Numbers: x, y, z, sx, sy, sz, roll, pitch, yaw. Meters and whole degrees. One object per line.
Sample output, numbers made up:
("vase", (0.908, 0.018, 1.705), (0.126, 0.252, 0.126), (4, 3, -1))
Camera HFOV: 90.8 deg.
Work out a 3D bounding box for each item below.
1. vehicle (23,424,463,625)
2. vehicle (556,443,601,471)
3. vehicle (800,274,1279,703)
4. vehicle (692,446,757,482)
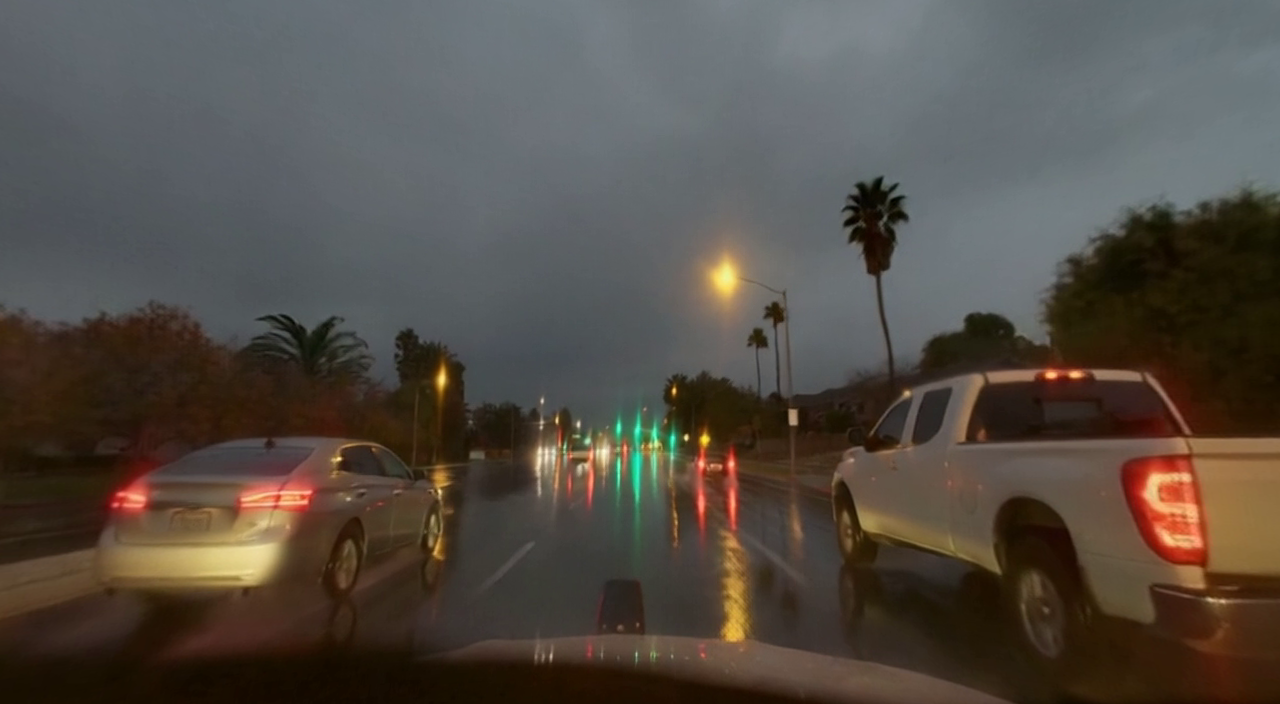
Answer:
("vehicle", (-3.629, 1.637, 7.011), (2.094, 1.509, 4.286), (0, -8, 0))
("vehicle", (-3.604, 6.259, 37.788), (2.263, 1.548, 4.555), (0, -8, 0))
("vehicle", (3.337, 1.103, 5.277), (2.478, 2.030, 5.723), (0, -9, 0))
("vehicle", (3.642, 4.943, 28.252), (2.149, 1.421, 4.805), (0, -9, -1))
